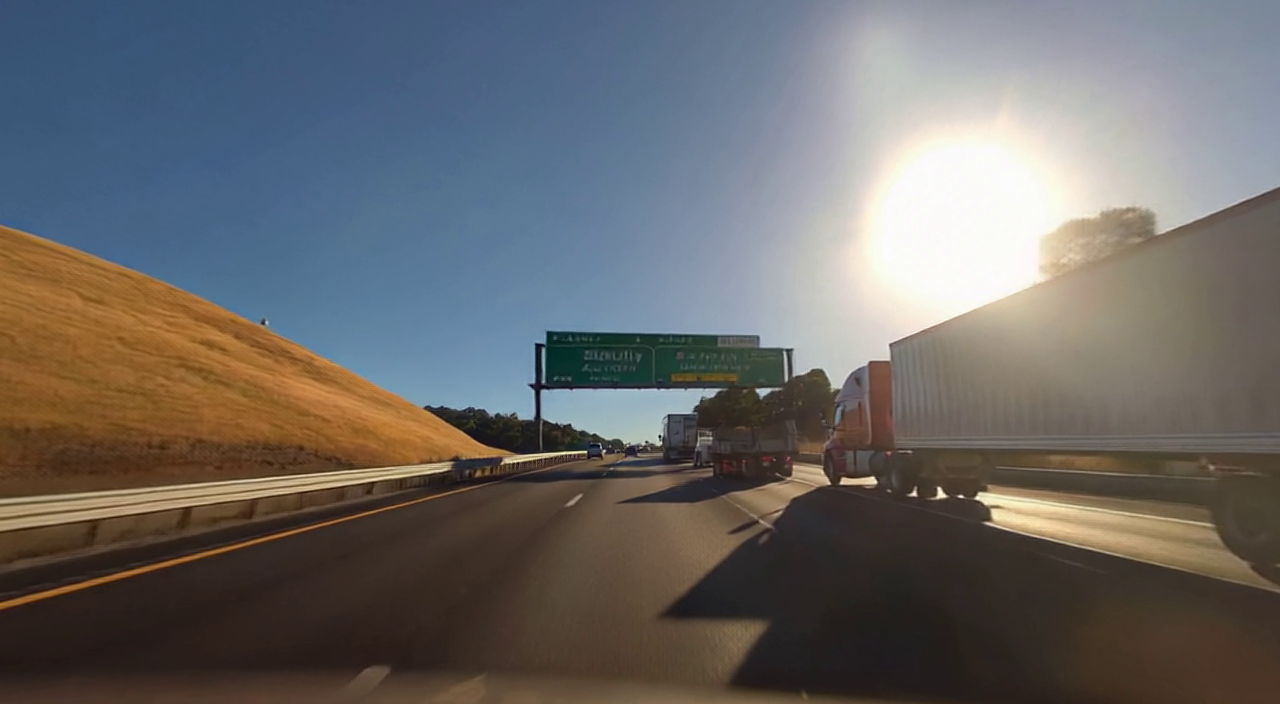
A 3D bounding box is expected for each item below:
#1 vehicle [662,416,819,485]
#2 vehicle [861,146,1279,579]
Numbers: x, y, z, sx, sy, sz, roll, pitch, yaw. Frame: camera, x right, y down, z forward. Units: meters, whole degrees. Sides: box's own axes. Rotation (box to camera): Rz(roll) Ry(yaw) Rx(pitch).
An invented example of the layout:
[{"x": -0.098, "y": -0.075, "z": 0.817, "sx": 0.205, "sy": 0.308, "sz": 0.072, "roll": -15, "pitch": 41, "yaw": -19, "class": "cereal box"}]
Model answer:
[{"x": 3.409, "y": 3.478, "z": 22.384, "sx": 5.075, "sy": 2.277, "sz": 2.365, "roll": 0, "pitch": -9, "yaw": -3, "class": "vehicle"}, {"x": 7.729, "y": 0.598, "z": 9.456, "sx": 2.935, "sy": 4.187, "sz": 16.357, "roll": 0, "pitch": -9, "yaw": 0, "class": "vehicle"}]
